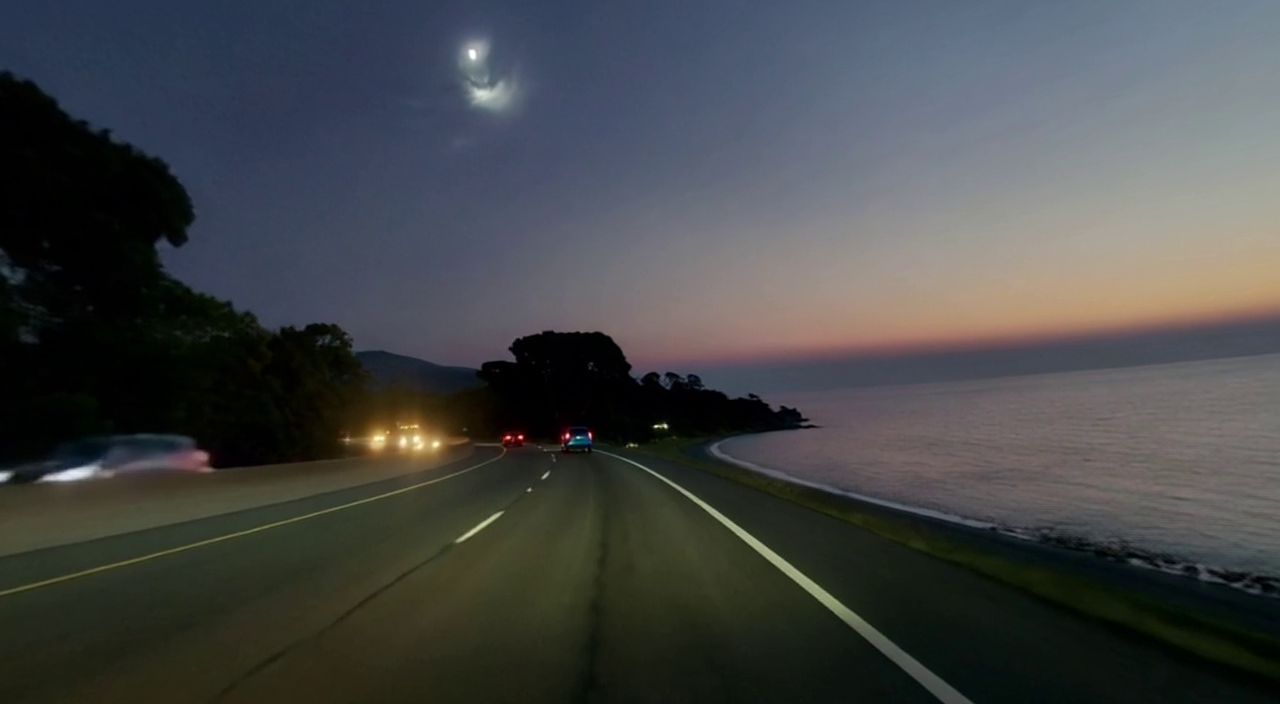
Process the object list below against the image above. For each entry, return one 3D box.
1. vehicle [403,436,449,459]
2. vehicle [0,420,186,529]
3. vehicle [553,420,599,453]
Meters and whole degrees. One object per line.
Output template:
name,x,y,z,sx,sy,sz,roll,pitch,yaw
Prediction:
vehicle,-14.603,6.547,43.271,2.287,1.438,4.244,1,-9,-9
vehicle,-10.757,2.126,11.359,2.192,1.617,4.082,0,-9,-3
vehicle,-4.542,5.920,43.853,2.632,2.162,5.529,1,-9,-11
